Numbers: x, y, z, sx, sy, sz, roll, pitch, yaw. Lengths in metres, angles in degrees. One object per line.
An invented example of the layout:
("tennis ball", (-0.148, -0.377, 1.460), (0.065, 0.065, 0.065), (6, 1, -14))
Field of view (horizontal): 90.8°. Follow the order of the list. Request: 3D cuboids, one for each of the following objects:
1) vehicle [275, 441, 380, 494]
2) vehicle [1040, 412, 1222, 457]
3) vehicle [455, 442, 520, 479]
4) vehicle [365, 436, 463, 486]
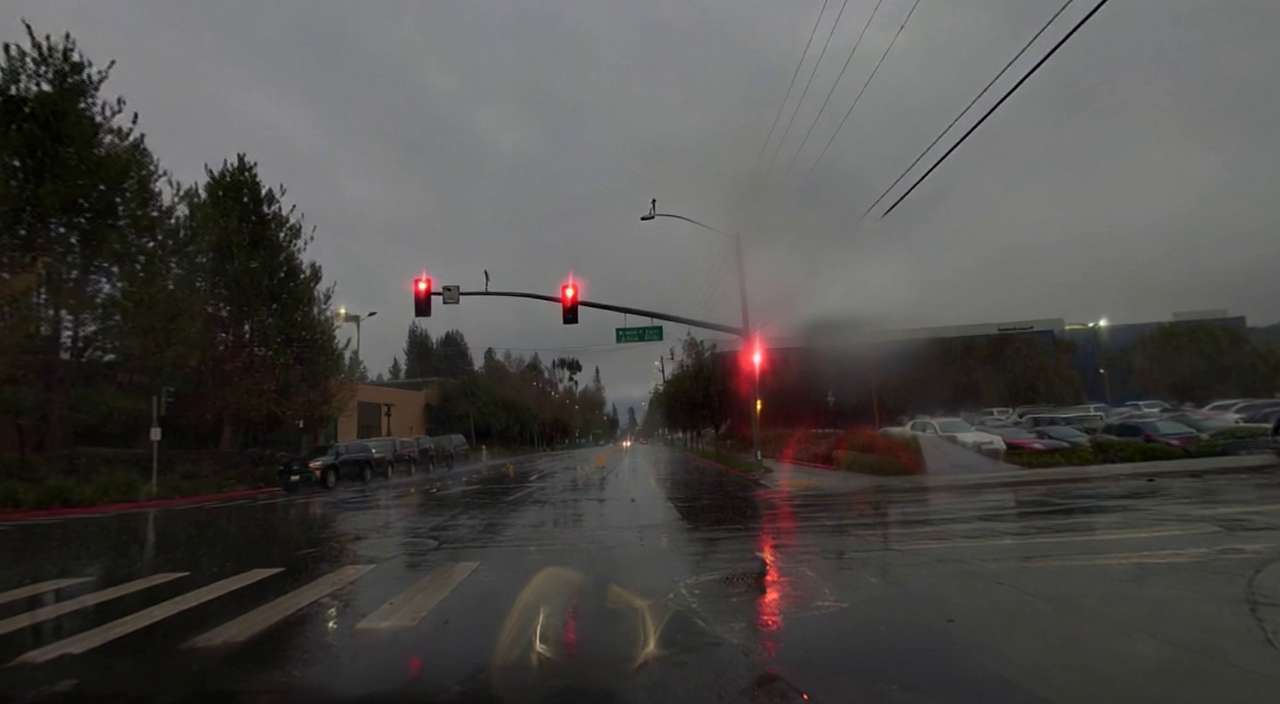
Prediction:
("vehicle", (-13.725, 5.061, 28.148), (2.251, 1.957, 4.968), (-4, -9, -1))
("vehicle", (16.925, 2.906, 22.097), (4.560, 1.453, 1.851), (-3, -9, 18))
("vehicle", (-6.979, 4.993, 29.320), (2.024, 1.470, 4.153), (-3, -9, -1))
("vehicle", (-10.168, 4.954, 29.056), (2.475, 1.940, 5.702), (-3, -9, 0))
